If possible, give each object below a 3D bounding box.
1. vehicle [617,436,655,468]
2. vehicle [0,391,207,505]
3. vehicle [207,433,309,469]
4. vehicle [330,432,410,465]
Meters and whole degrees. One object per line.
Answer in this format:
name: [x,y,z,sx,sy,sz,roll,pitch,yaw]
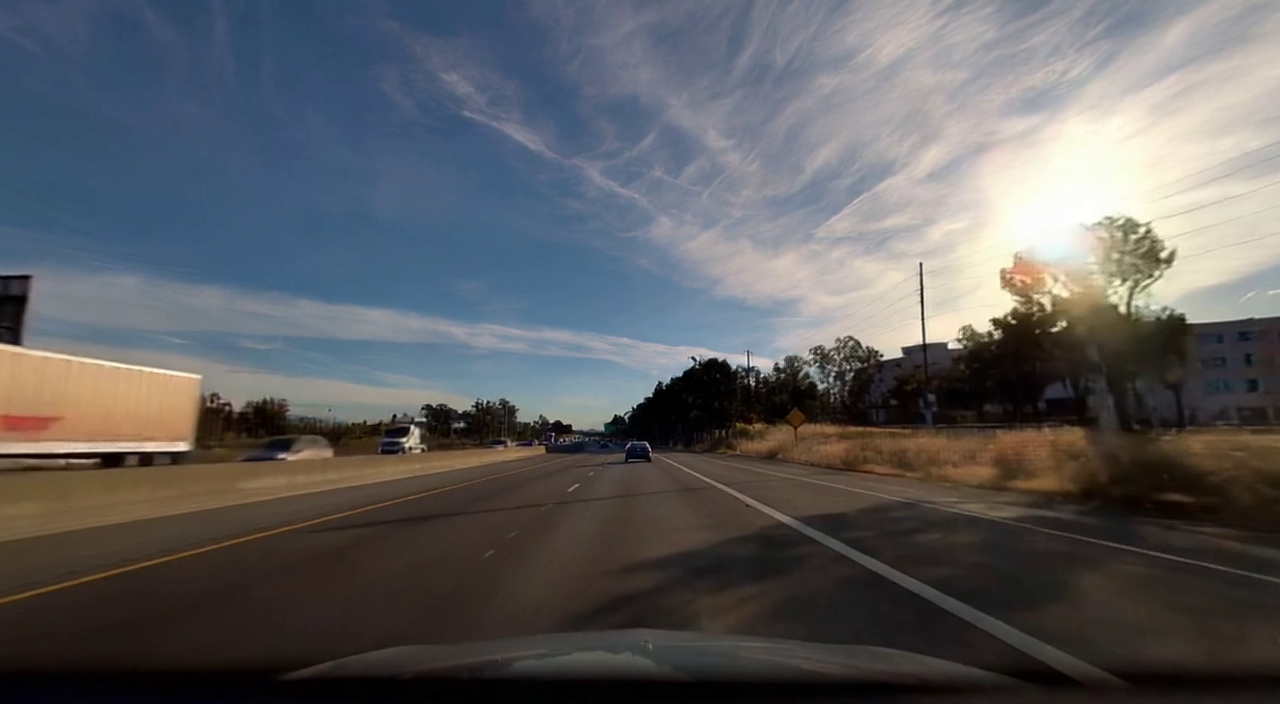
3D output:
vehicle: [-0.278,5.714,36.038,2.029,1.666,4.064,0,-8,-2]
vehicle: [-17.352,2.174,14.093,2.980,2.800,17.319,0,-8,1]
vehicle: [-22.302,5.828,37.034,2.308,1.924,5.804,0,-8,0]
vehicle: [-17.725,6.375,41.671,2.609,2.002,6.224,0,-8,-1]
